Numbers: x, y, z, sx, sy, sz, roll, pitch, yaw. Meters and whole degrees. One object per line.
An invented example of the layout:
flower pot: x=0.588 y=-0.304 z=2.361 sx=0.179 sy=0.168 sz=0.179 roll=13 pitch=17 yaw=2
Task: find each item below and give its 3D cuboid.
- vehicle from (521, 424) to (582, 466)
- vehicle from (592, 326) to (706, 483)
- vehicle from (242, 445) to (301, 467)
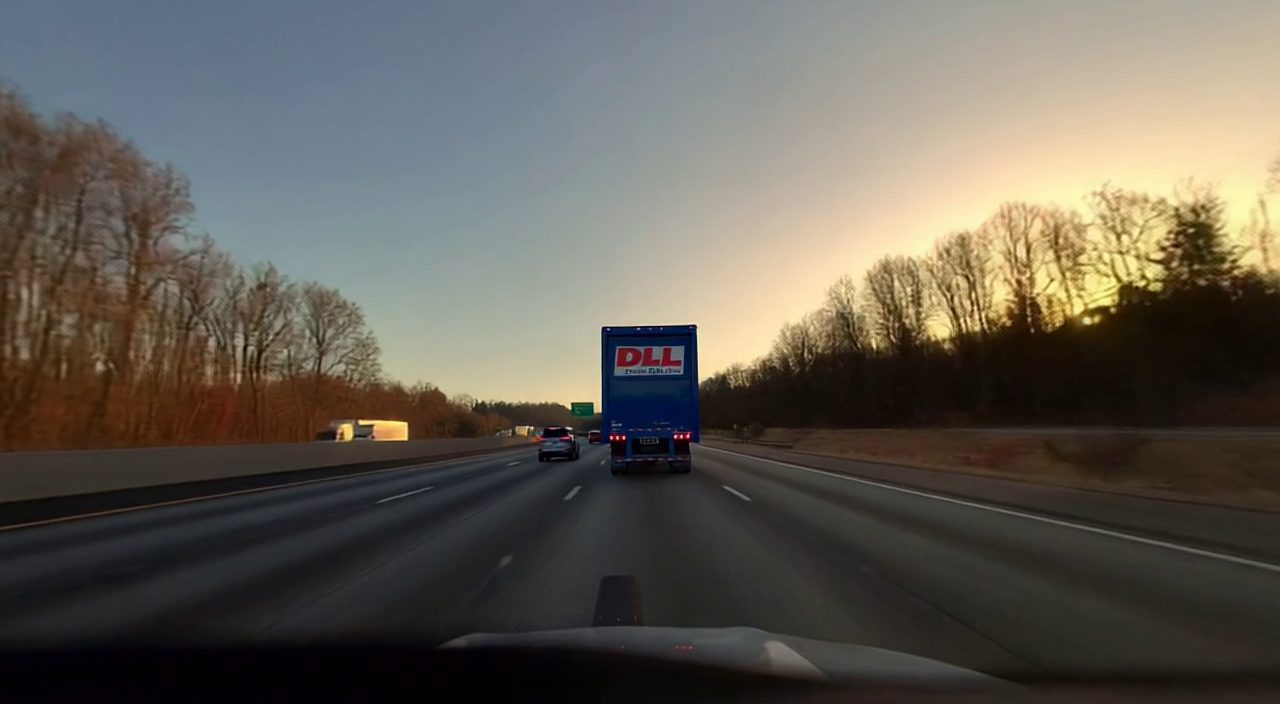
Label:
vehicle: x=-4.100 y=4.382 z=29.937 sx=2.394 sy=1.787 sz=5.186 roll=0 pitch=-8 yaw=-3
vehicle: x=0.152 y=1.972 z=21.341 sx=3.011 sy=4.211 sz=8.926 roll=0 pitch=-8 yaw=-1
vehicle: x=-26.655 y=7.504 z=45.602 sx=1.788 sy=1.507 sz=4.100 roll=0 pitch=-8 yaw=0
